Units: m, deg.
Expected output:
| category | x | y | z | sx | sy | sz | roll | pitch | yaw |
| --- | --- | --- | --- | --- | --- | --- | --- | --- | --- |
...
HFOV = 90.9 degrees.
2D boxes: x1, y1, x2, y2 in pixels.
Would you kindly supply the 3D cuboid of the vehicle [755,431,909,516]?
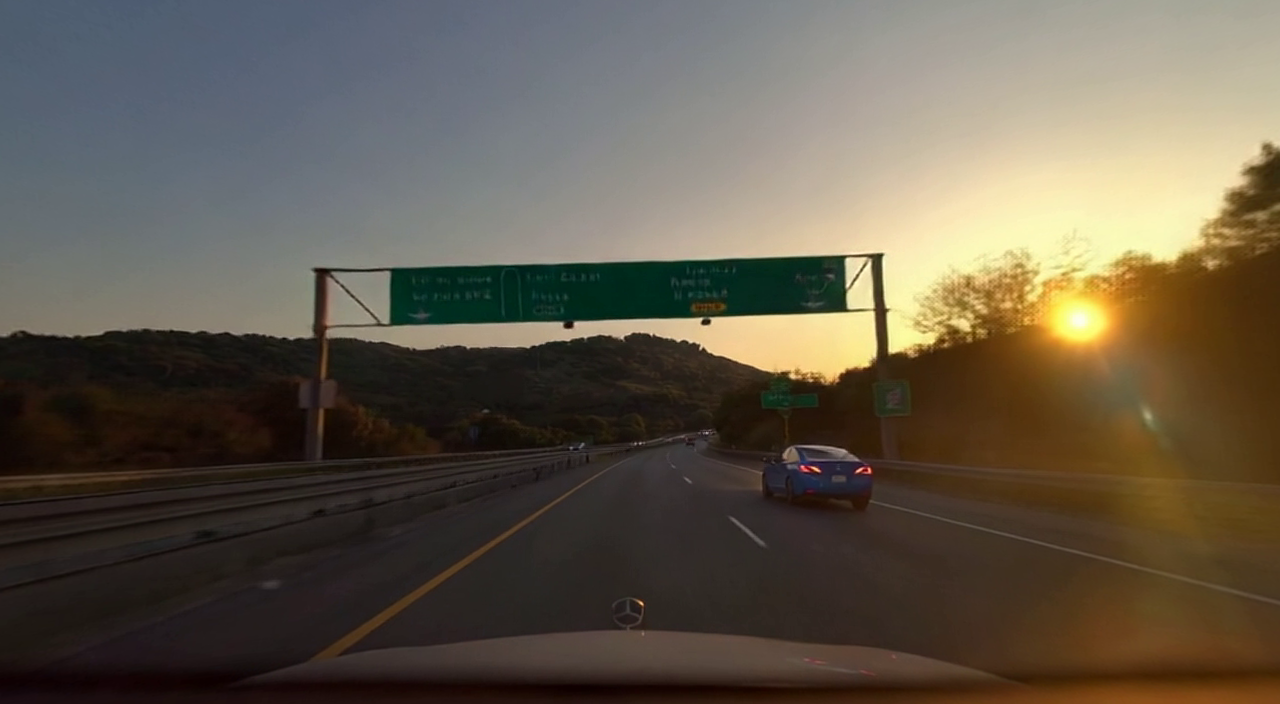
| category | x | y | z | sx | sy | sz | roll | pitch | yaw |
| --- | --- | --- | --- | --- | --- | --- | --- | --- | --- |
| vehicle | 3.875 | 2.530 | 13.558 | 1.997 | 1.515 | 4.025 | 0 | -9 | 0 |
